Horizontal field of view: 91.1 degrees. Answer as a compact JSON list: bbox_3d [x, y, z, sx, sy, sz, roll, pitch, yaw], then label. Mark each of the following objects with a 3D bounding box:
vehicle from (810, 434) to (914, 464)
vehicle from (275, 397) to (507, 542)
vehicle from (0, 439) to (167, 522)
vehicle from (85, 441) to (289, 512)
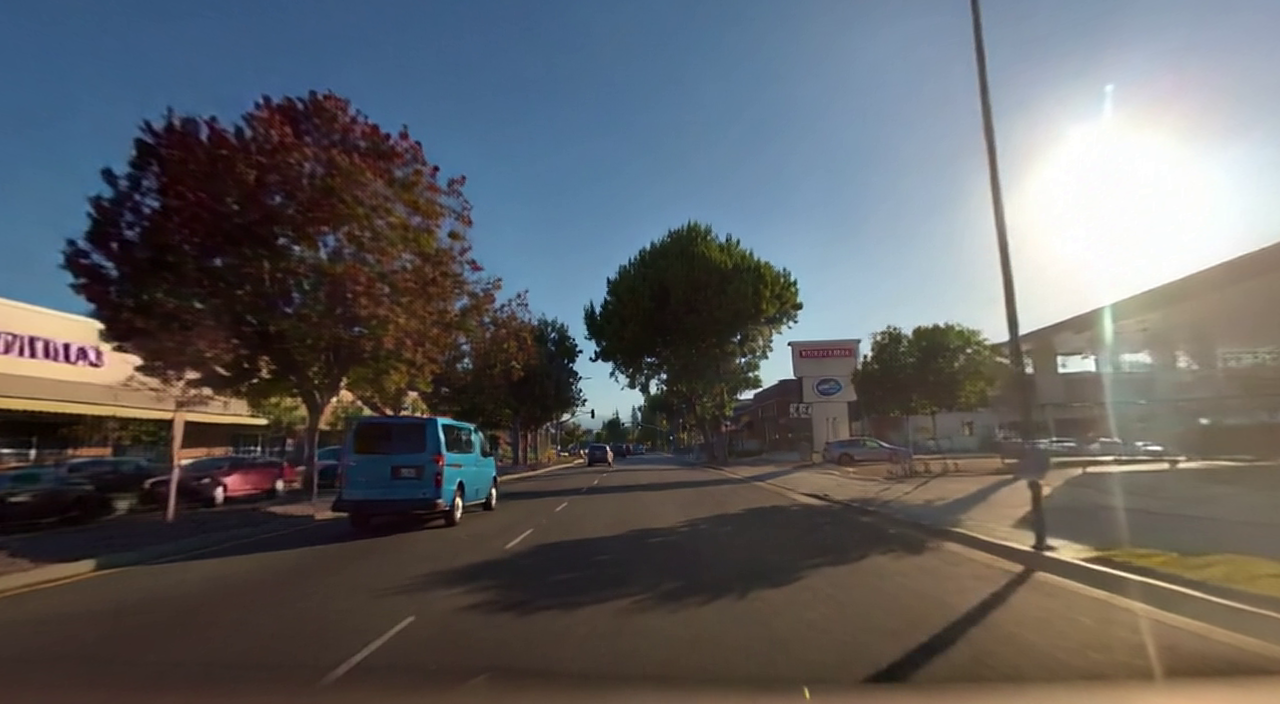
[{"bbox_3d":[11.370,4.980,32.355,4.607,1.471,1.982,0,-8,0],"label":"vehicle"},{"bbox_3d":[-3.986,1.992,11.253,2.152,1.987,4.952,0,-8,-1],"label":"vehicle"},{"bbox_3d":[-15.296,3.222,16.449,1.936,1.813,4.921,-1,-8,0],"label":"vehicle"},{"bbox_3d":[-12.156,3.315,17.408,2.024,1.656,4.837,0,-8,0],"label":"vehicle"}]
